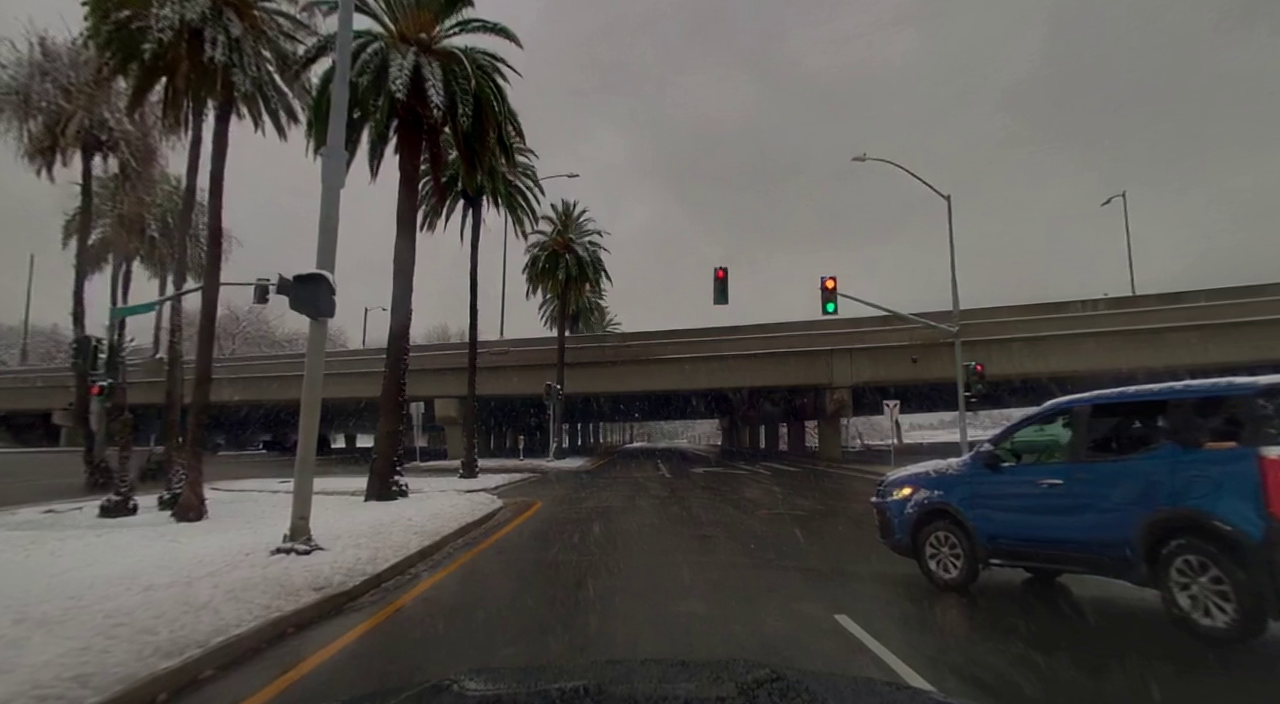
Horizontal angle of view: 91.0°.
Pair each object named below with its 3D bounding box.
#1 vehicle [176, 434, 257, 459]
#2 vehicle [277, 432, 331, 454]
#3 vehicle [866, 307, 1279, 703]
[{"bbox_3d":[-26.499,5.925,39.582,1.830,1.443,4.551,0,-9,2],"label":"vehicle"},{"bbox_3d":[-26.193,7.135,49.199,1.941,1.631,4.017,0,-9,0],"label":"vehicle"},{"bbox_3d":[3.452,1.014,4.328,2.028,1.770,4.737,0,-9,0],"label":"vehicle"}]
